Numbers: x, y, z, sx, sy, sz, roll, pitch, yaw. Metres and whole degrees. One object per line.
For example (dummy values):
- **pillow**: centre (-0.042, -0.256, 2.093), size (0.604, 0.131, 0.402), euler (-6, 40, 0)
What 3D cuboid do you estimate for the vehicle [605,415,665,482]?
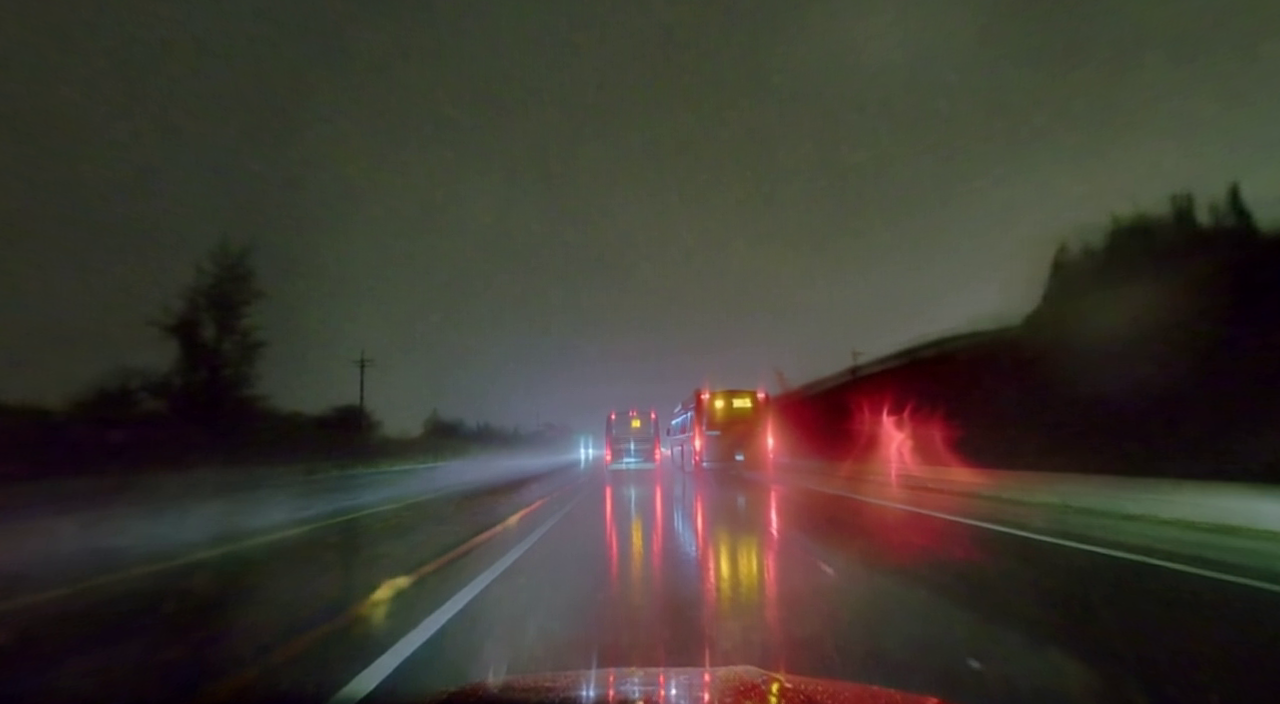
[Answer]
- **vehicle**: centre (-0.218, 4.336, 28.195), size (2.414, 2.675, 5.574), euler (-1, -9, 0)

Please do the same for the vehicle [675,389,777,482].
- **vehicle**: centre (3.806, 4.308, 31.515), size (3.074, 3.668, 12.805), euler (0, -9, -1)
